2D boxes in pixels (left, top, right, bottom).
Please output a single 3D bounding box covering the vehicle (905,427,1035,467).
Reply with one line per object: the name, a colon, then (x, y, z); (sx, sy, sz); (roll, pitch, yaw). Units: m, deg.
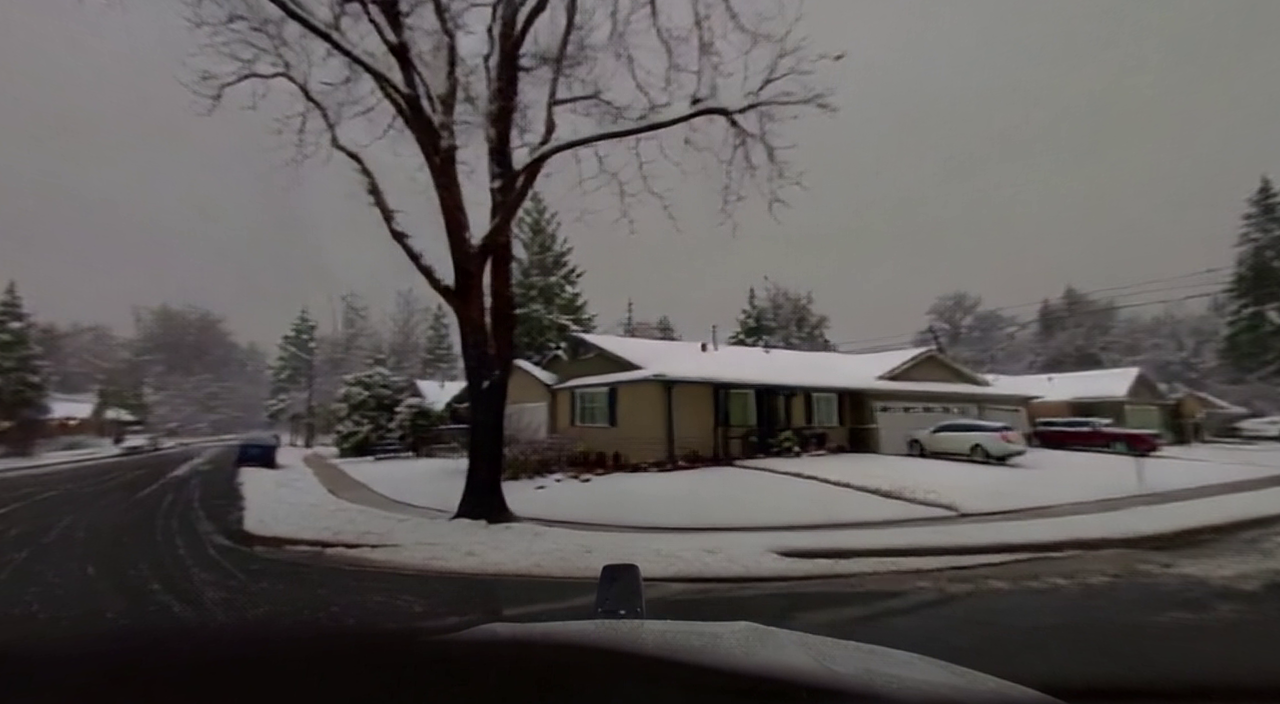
vehicle: (13.607, 3.955, 26.329); (1.844, 1.495, 4.404); (5, -10, -30)
